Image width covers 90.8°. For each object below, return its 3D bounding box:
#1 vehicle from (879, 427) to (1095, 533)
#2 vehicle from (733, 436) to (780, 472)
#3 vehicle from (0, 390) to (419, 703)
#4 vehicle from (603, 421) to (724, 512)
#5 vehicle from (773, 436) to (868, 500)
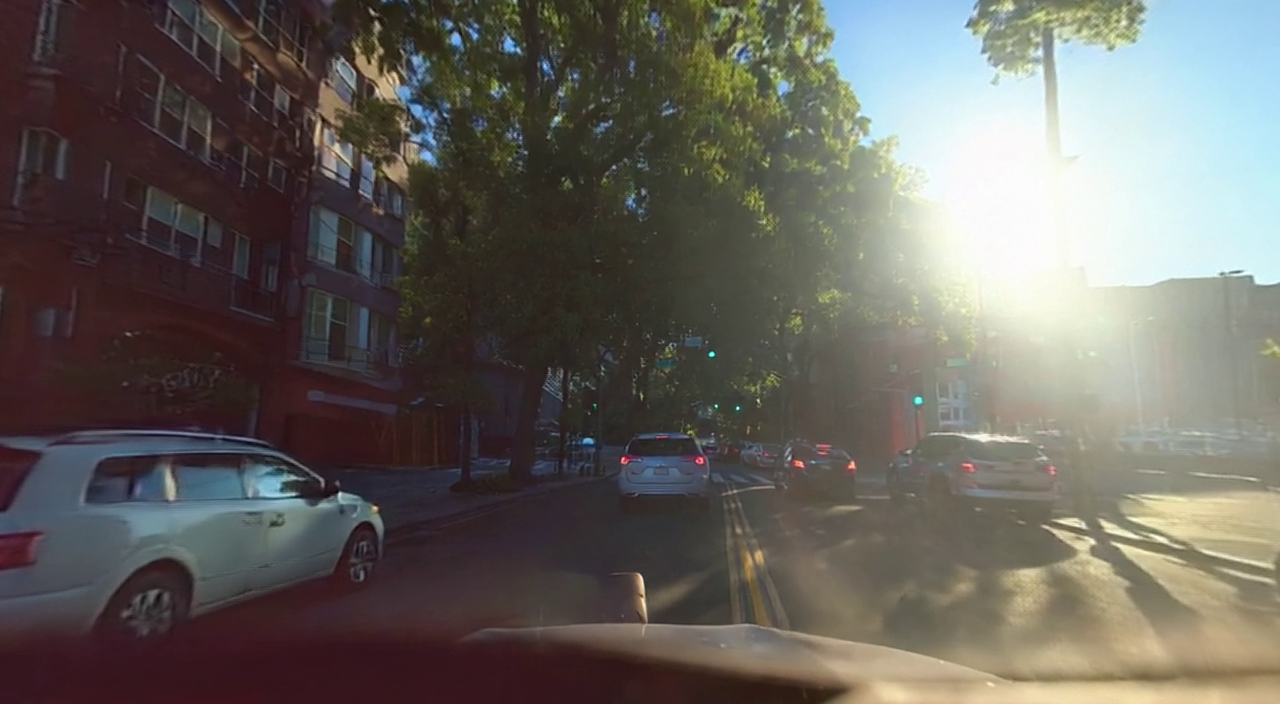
[{"bbox_3d":[7.057,2.631,13.763,2.093,1.815,5.441,-1,-9,6],"label":"vehicle"},{"bbox_3d":[5.991,5.300,33.024,2.111,1.705,4.093,-1,-9,7],"label":"vehicle"},{"bbox_3d":[-3.978,1.415,5.424,2.013,1.772,4.439,-2,-9,9],"label":"vehicle"},{"bbox_3d":[0.789,2.730,15.561,2.333,1.832,5.200,-2,-9,9],"label":"vehicle"},{"bbox_3d":[5.103,3.310,18.420,2.111,1.619,4.077,-1,-9,9],"label":"vehicle"}]
